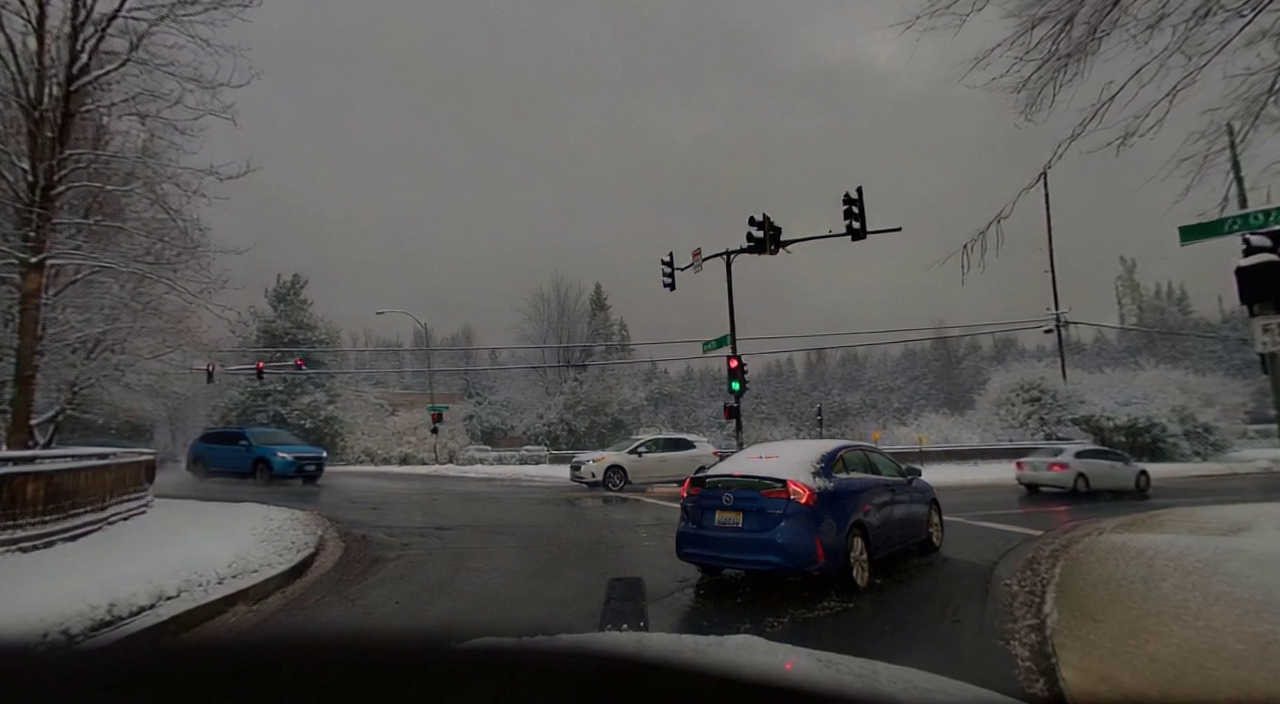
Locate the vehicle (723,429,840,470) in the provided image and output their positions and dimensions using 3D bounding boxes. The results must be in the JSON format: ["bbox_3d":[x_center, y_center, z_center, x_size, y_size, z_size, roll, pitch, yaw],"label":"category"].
[{"bbox_3d":[7.311,5.064,32.539,5.791,1.964,2.199,5,-10,-26],"label":"vehicle"}]

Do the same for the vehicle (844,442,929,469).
[{"bbox_3d":[13.853,5.792,35.423,4.457,1.429,1.862,4,-9,-26],"label":"vehicle"}]

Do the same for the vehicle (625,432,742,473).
[{"bbox_3d":[1.804,4.147,26.149,4.483,1.589,1.852,4,-9,-25],"label":"vehicle"}]

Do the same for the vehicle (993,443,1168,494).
[{"bbox_3d":[13.726,3.564,19.683,4.686,1.425,2.018,3,-9,-19],"label":"vehicle"}]

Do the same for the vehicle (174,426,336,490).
[{"bbox_3d":[-12.531,3.377,20.421,5.332,1.807,2.450,-6,-10,35],"label":"vehicle"}]

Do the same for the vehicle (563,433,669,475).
[{"bbox_3d":[-1.073,4.576,28.502,4.360,1.749,1.895,4,-10,-28],"label":"vehicle"}]

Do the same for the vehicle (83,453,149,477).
[{"bbox_3d":[-34.916,7.480,41.960,4.589,1.462,1.953,-5,-10,32],"label":"vehicle"}]
